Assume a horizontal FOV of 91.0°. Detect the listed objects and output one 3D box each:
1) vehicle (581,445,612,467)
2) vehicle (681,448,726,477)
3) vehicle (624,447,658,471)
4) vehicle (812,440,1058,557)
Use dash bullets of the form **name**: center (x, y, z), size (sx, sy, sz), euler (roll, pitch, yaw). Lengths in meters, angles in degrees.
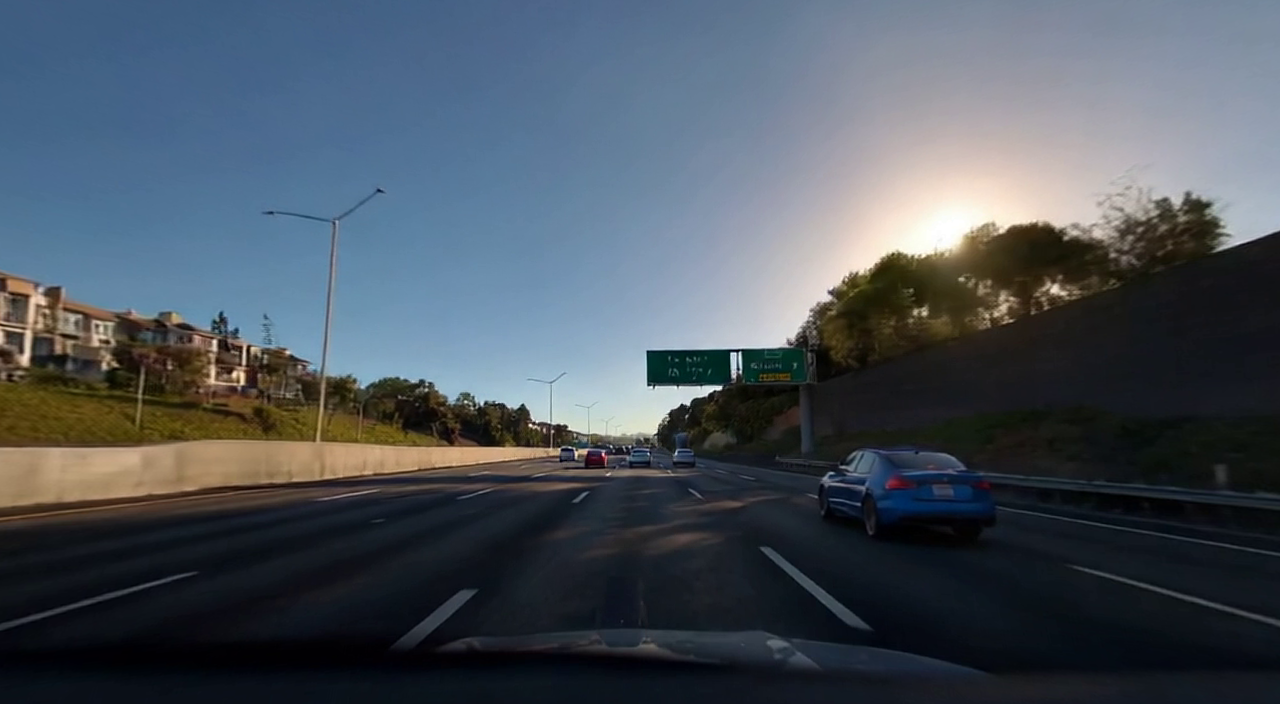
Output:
- **vehicle**: center (-3.377, 8.209, 49.769), size (2.091, 1.664, 4.157), euler (0, -9, 0)
- **vehicle**: center (3.459, 6.109, 35.128), size (2.036, 1.517, 4.256), euler (0, -9, -1)
- **vehicle**: center (0.065, 7.062, 41.721), size (2.166, 1.496, 4.158), euler (0, -9, 0)
- **vehicle**: center (4.571, 2.309, 10.745), size (2.077, 1.527, 4.553), euler (0, -9, 2)
